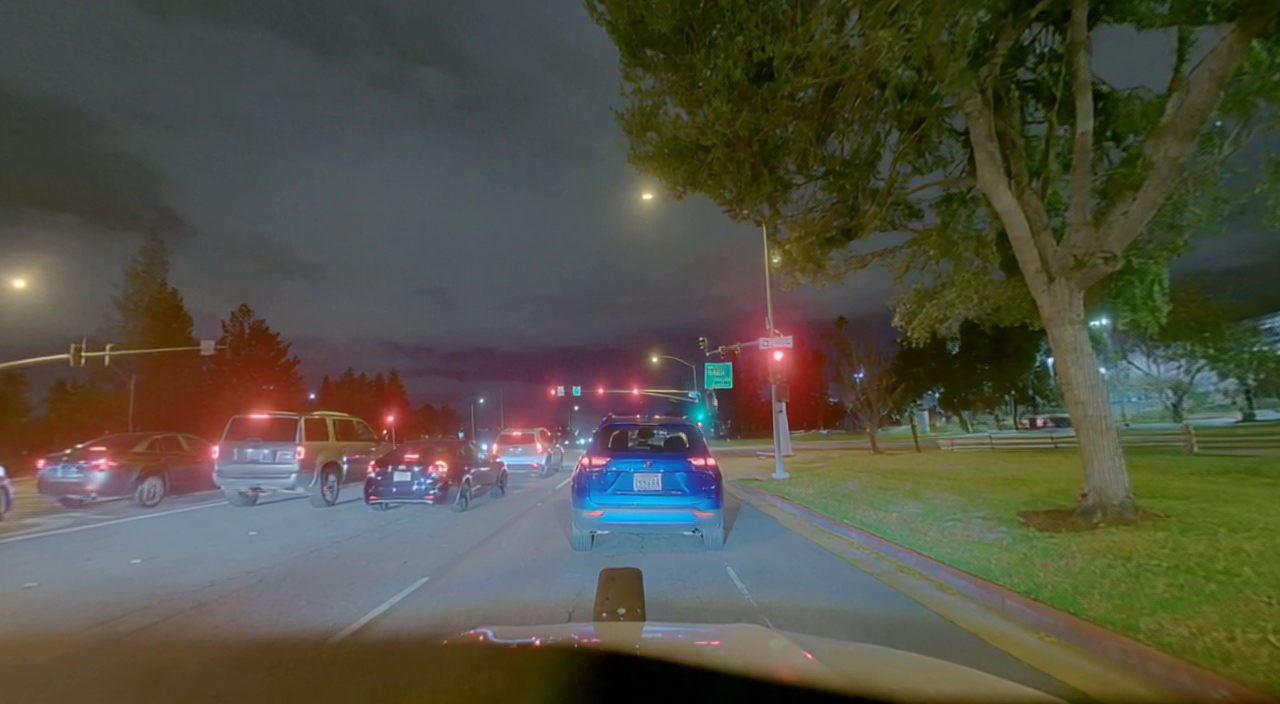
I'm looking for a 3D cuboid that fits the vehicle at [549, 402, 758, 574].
[{"bbox_3d":[0.108,1.656,8.428,2.055,1.681,4.270,0,-9,-1],"label":"vehicle"}]

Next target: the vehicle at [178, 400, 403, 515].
[{"bbox_3d":[-7.403,2.326,14.262,2.195,2.093,5.185,0,-9,-1],"label":"vehicle"}]

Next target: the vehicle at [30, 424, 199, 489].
[{"bbox_3d":[-17.685,3.534,21.625,2.136,1.976,4.342,0,-9,-4],"label":"vehicle"}]

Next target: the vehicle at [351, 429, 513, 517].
[{"bbox_3d":[-4.088,2.437,13.239,1.942,1.523,4.212,0,-9,0],"label":"vehicle"}]
